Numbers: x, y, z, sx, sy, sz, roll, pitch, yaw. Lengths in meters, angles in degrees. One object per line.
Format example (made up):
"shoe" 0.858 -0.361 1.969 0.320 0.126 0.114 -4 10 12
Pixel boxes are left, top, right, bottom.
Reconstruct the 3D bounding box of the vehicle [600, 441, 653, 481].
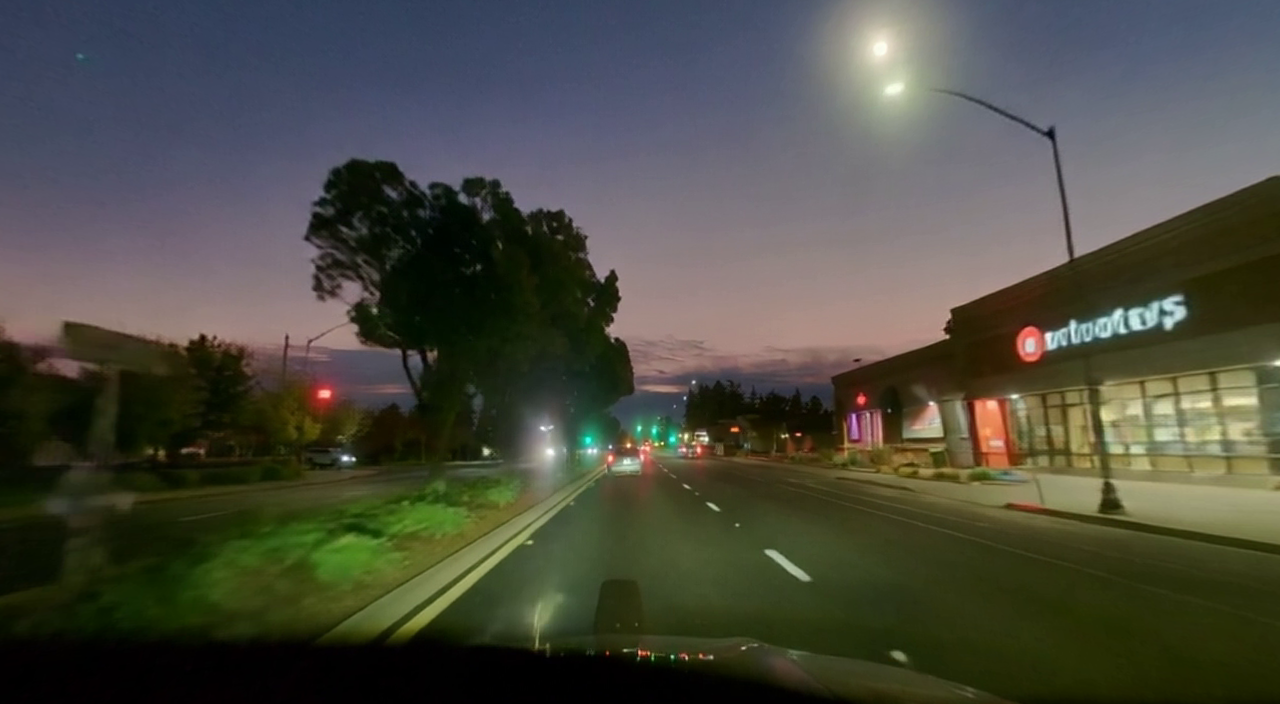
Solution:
"vehicle" -0.506 4.358 25.556 2.006 1.487 3.535 0 -8 0

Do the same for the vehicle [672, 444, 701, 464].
"vehicle" 3.632 8.002 49.847 1.910 1.474 4.003 0 -8 -1

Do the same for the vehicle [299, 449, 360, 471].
"vehicle" -23.408 8.150 47.732 3.650 1.487 1.757 -1 -8 -1
